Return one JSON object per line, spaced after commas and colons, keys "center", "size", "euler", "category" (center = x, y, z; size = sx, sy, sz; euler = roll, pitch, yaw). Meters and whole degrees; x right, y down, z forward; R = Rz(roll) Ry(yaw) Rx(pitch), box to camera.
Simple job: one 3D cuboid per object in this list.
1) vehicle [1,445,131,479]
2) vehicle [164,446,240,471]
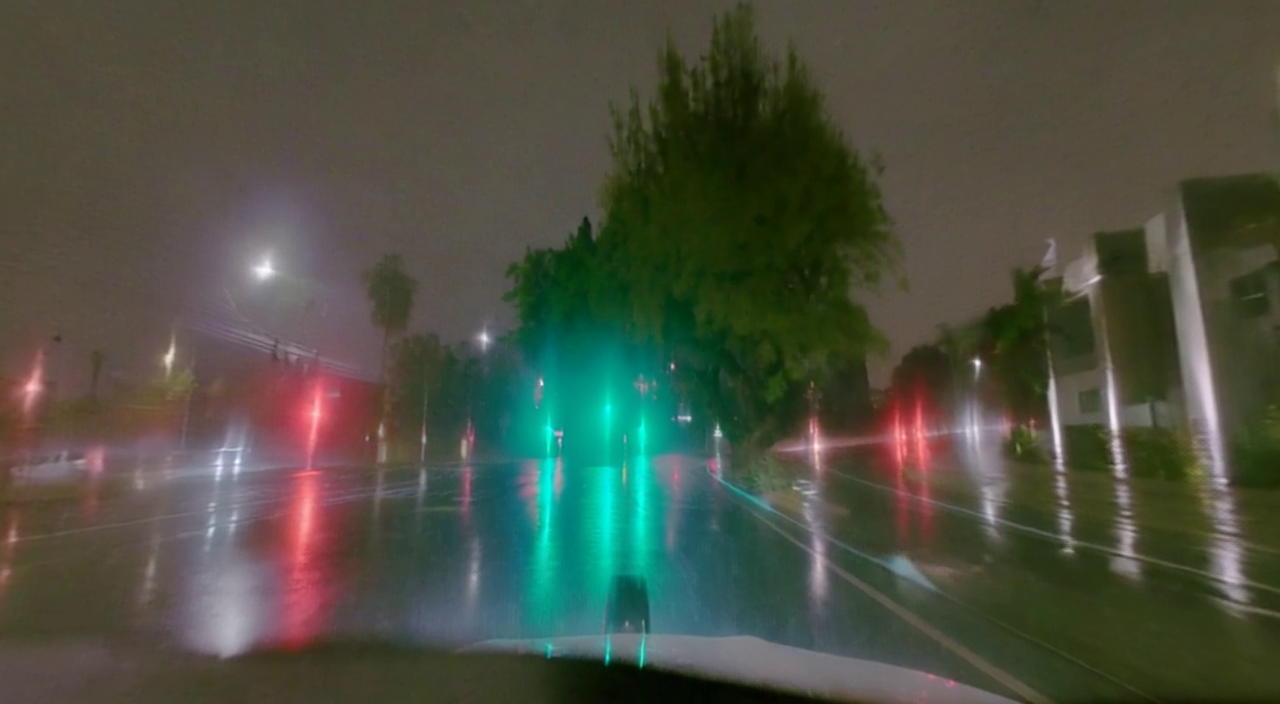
{"center": [-34.221, 6.561, 37.902], "size": [2.136, 1.862, 5.788], "euler": [-1, -8, 4], "category": "vehicle"}
{"center": [-33.343, 8.065, 48.208], "size": [1.913, 1.779, 4.959], "euler": [-1, -8, 5], "category": "vehicle"}
